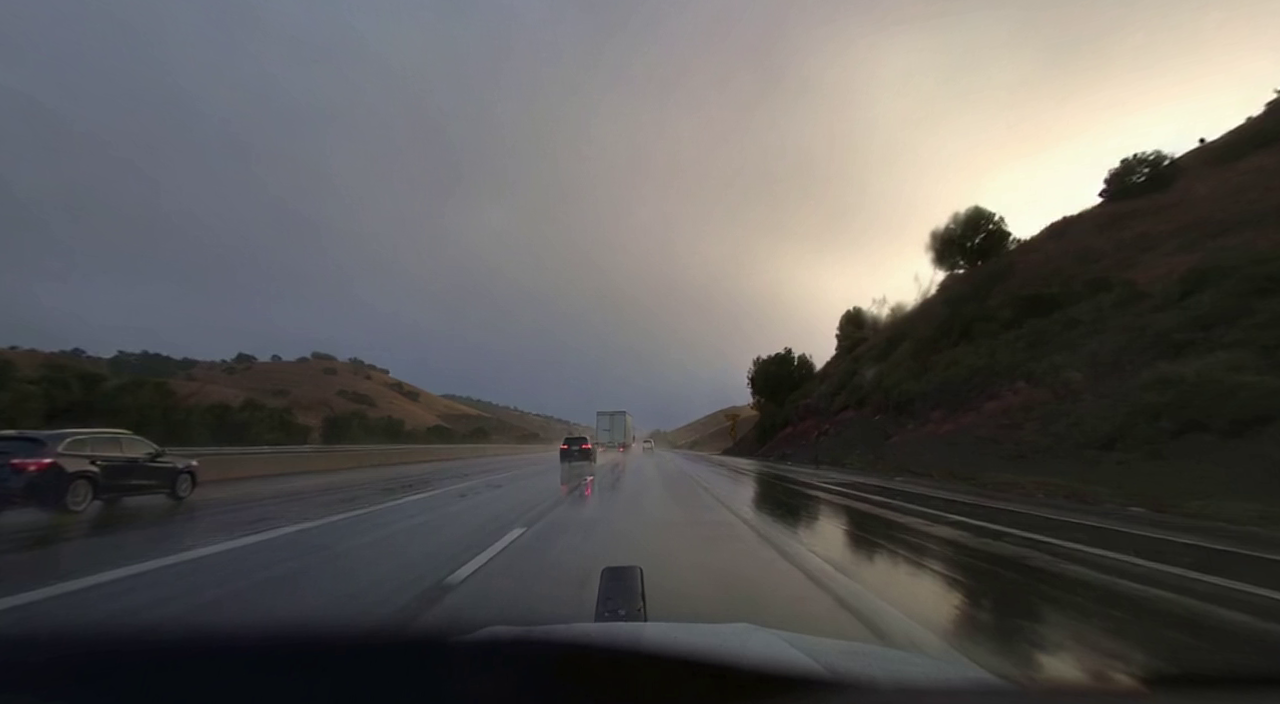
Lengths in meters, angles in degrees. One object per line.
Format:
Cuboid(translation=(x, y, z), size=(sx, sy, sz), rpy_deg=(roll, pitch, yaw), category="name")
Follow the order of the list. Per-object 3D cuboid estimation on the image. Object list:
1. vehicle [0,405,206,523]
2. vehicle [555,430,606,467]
Cuboid(translation=(-11.005, 1.993, 11.500), size=(2.130, 1.828, 5.523), rpy_deg=(0, -8, 0), category="vehicle")
Cuboid(translation=(-2.913, 4.824, 31.477), size=(2.099, 1.734, 4.413), rpy_deg=(0, -8, 0), category="vehicle")
